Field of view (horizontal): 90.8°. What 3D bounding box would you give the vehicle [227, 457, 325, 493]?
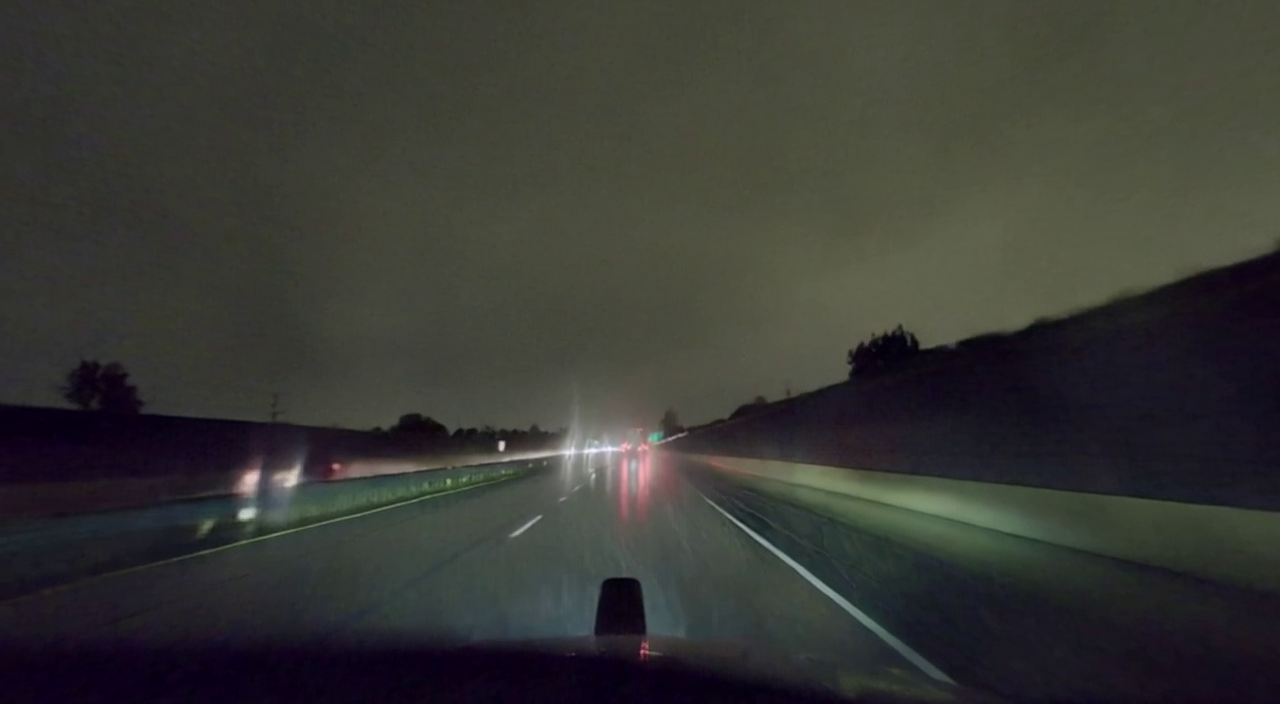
[{"bbox_3d":[-16.490,5.566,28.875,1.870,1.460,4.357,0,-9,0],"label":"vehicle"}]
